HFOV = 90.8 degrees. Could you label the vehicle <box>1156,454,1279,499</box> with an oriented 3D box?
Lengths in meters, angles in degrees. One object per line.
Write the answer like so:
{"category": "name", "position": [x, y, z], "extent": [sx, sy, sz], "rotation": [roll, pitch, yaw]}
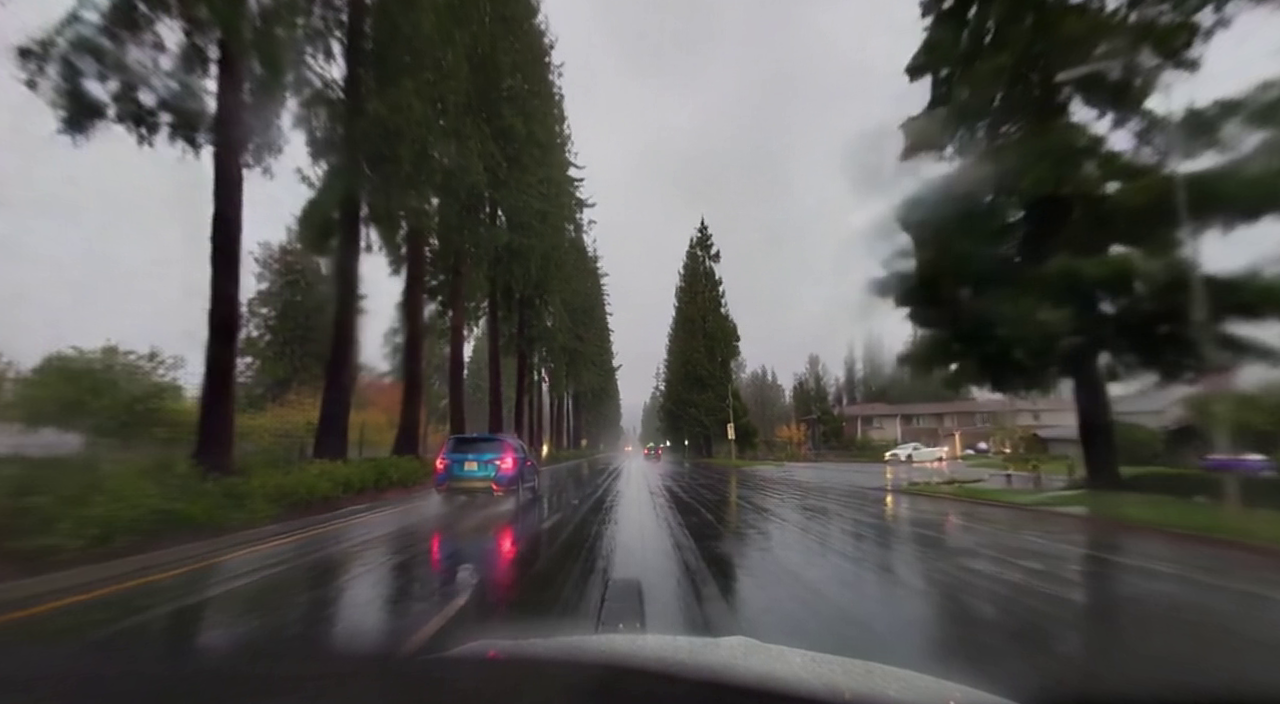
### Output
{"category": "vehicle", "position": [20.956, 4.299, 21.947], "extent": [4.145, 1.418, 1.988], "rotation": [-1, -9, 8]}

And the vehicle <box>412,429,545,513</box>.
{"category": "vehicle", "position": [-3.706, 2.812, 15.411], "extent": [2.078, 1.748, 4.279], "rotation": [0, -8, 0]}
